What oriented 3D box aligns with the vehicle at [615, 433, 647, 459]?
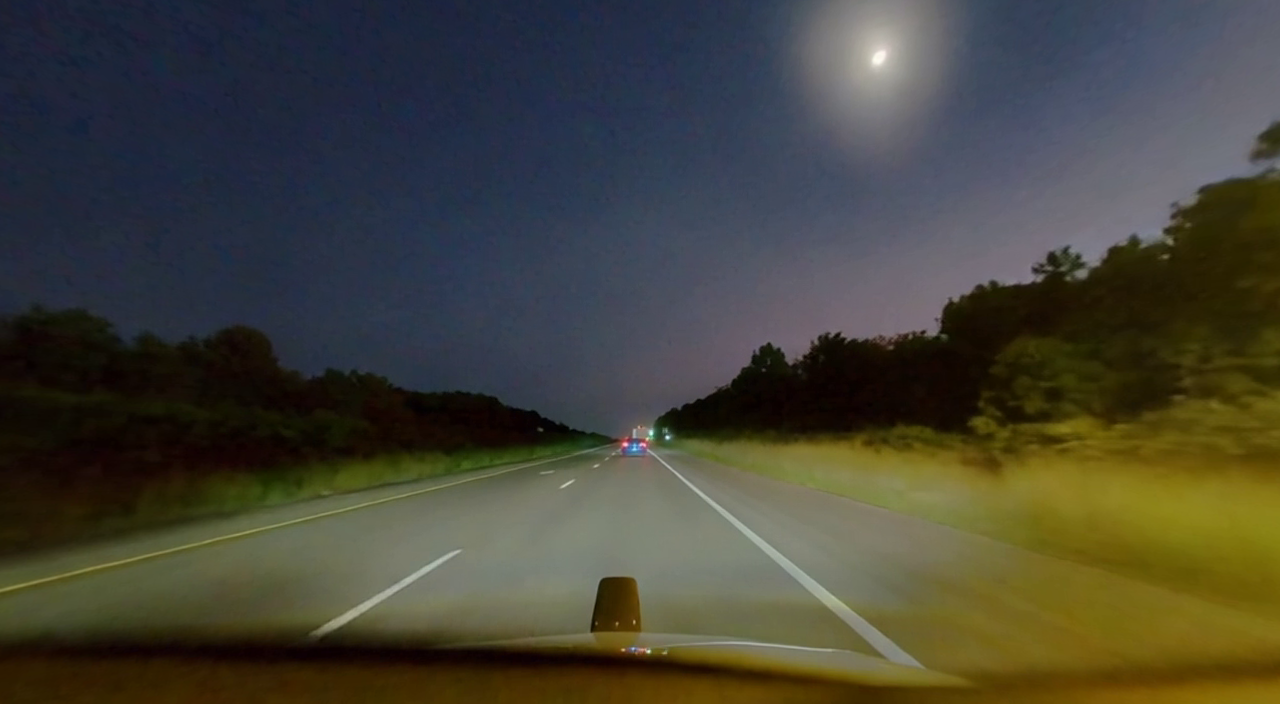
[{"bbox_3d":[-0.640,6.666,44.651,2.180,1.717,4.139,0,-8,-1],"label":"vehicle"}]
